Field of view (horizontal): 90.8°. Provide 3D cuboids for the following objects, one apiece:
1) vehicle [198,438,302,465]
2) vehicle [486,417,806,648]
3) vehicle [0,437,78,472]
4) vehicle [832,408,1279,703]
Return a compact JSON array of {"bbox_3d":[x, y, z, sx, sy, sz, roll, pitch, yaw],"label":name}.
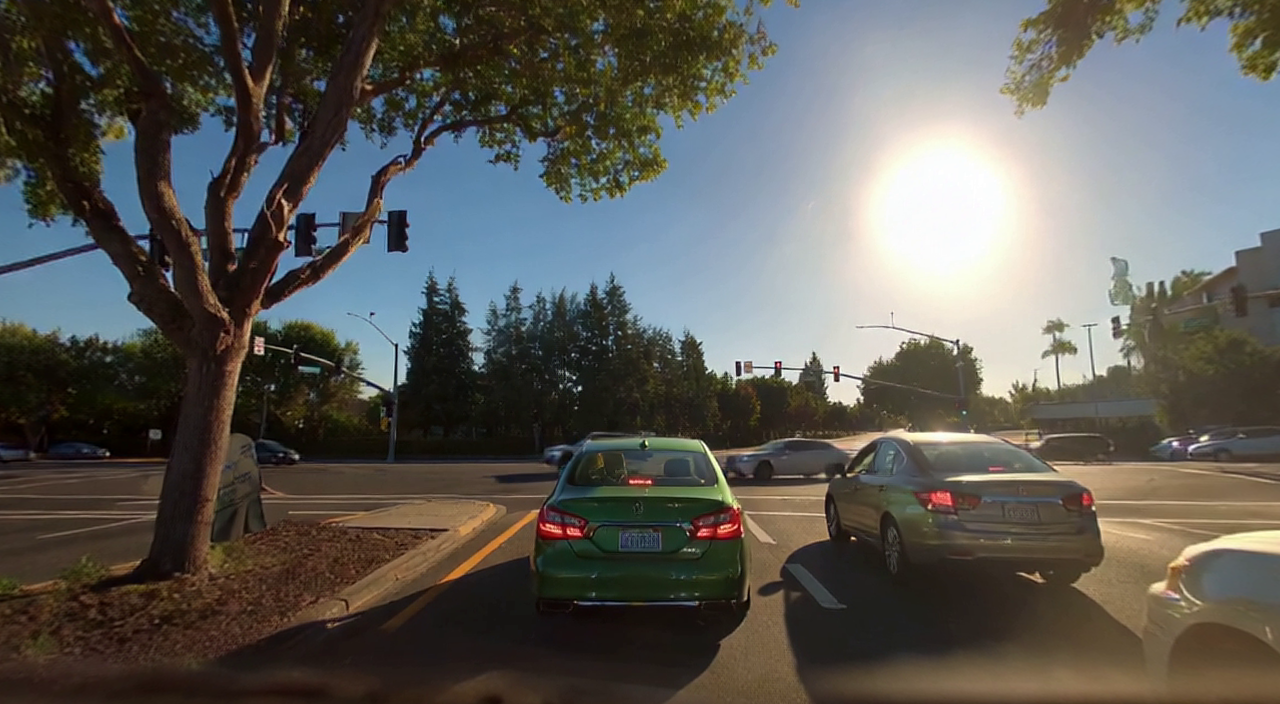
[{"bbox_3d":[-22.722,5.809,36.932,4.828,1.467,1.963,-1,-9,4],"label":"vehicle"},{"bbox_3d":[0.033,1.466,6.179,2.026,1.458,4.175,0,-9,0],"label":"vehicle"},{"bbox_3d":[-30.472,4.981,30.832,4.517,1.637,1.935,-1,-9,8],"label":"vehicle"},{"bbox_3d":[3.102,1.306,4.884,1.861,1.479,4.371,0,-9,0],"label":"vehicle"}]
